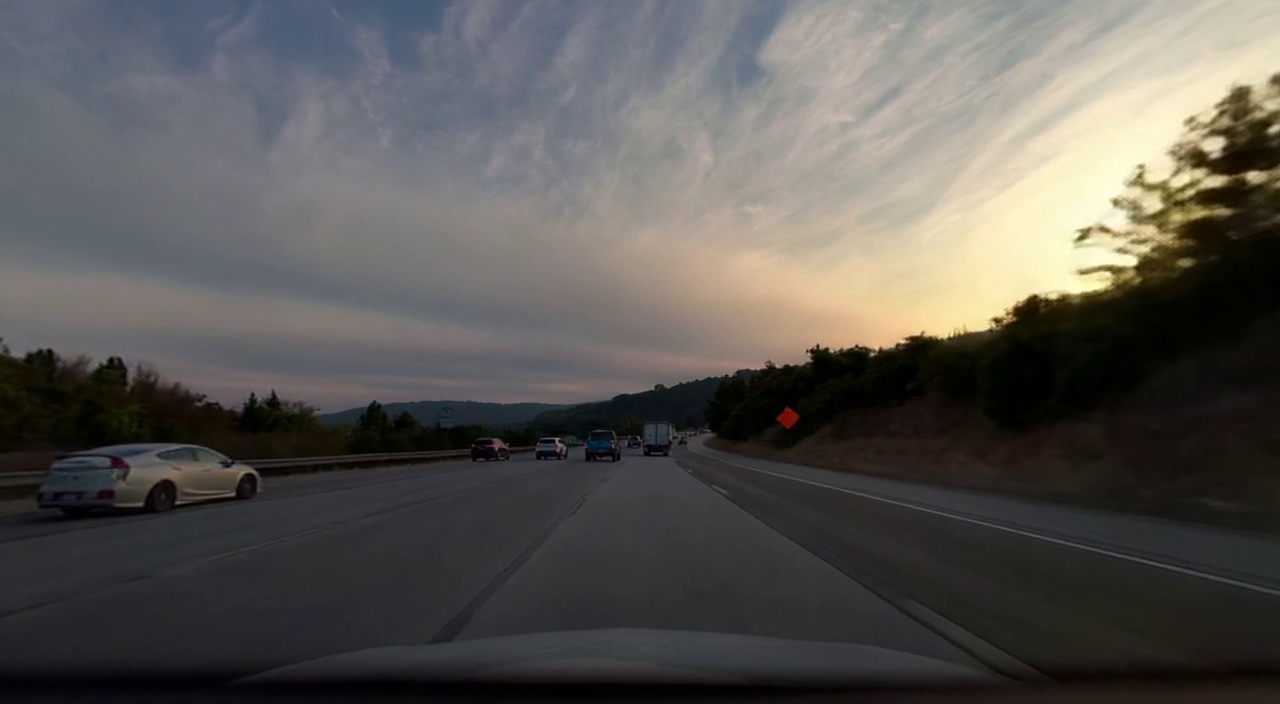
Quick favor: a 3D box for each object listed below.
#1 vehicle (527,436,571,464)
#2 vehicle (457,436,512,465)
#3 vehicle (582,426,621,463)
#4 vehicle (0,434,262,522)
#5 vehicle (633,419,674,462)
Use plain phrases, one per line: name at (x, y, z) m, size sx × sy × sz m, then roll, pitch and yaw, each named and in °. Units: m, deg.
vehicle at (-6.336, 6.931, 44.739) m, size 2.206 × 1.838 × 4.889 m, roll 0°, pitch -8°, yaw 3°
vehicle at (-10.112, 6.448, 41.462) m, size 2.080 × 1.777 × 5.450 m, roll 0°, pitch -8°, yaw 2°
vehicle at (-2.737, 6.764, 46.052) m, size 2.328 × 2.519 × 5.238 m, roll 0°, pitch -8°, yaw 2°
vehicle at (-10.217, 2.456, 12.977) m, size 1.952 × 1.457 × 4.689 m, roll 0°, pitch -8°, yaw 0°
vehicle at (0.989, 6.500, 46.573) m, size 2.768 × 2.854 × 6.757 m, roll 1°, pitch -8°, yaw 1°
